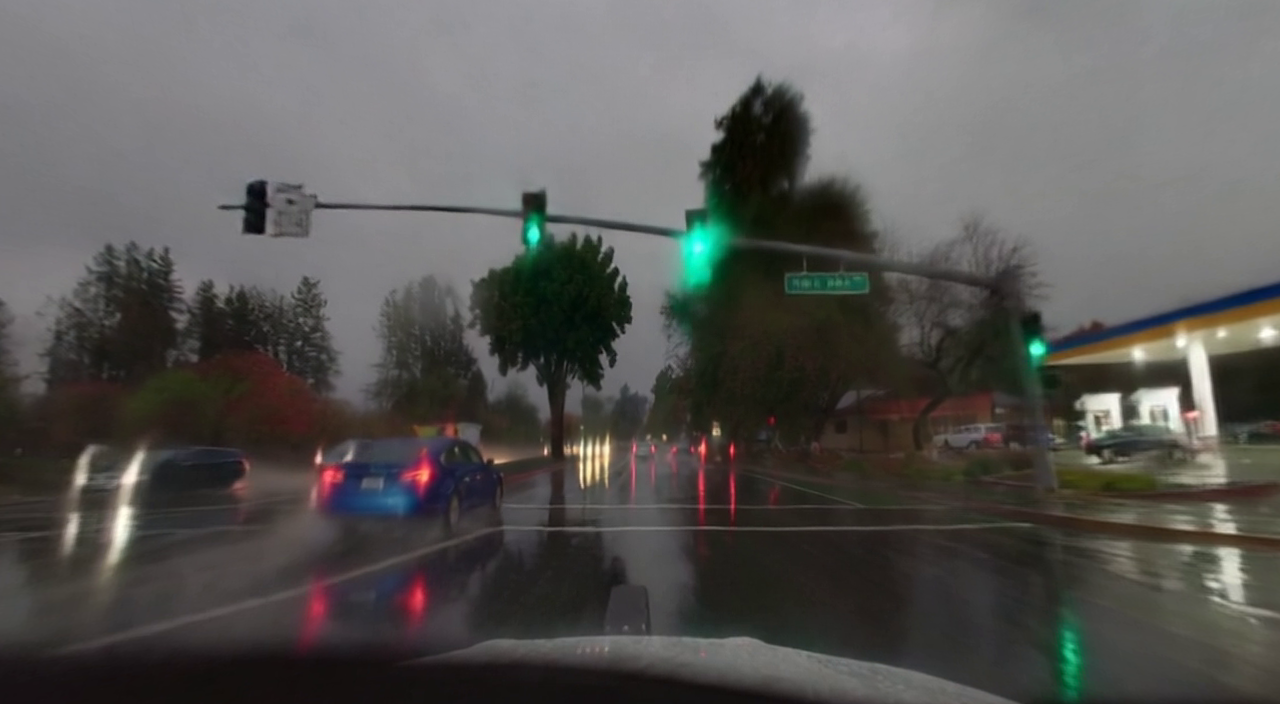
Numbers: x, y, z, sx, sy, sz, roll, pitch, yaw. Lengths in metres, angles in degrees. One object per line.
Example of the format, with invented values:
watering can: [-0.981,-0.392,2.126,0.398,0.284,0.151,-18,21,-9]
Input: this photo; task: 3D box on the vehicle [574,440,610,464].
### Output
vehicle: [-3.020,6.325,40.072,1.841,1.474,4.038,0,-8,2]

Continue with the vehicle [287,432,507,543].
vehicle: [-3.740,2.124,10.713,1.803,1.463,4.422,0,-8,2]

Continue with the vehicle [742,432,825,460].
vehicle: [11.206,7.389,49.552,5.931,1.872,2.264,-3,-8,4]

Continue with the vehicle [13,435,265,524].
vehicle: [-11.492,2.886,15.027,2.130,1.672,4.549,-4,-8,4]

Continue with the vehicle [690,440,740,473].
vehicle: [3.485,4.931,30.104,1.883,1.465,3.975,0,-8,0]
